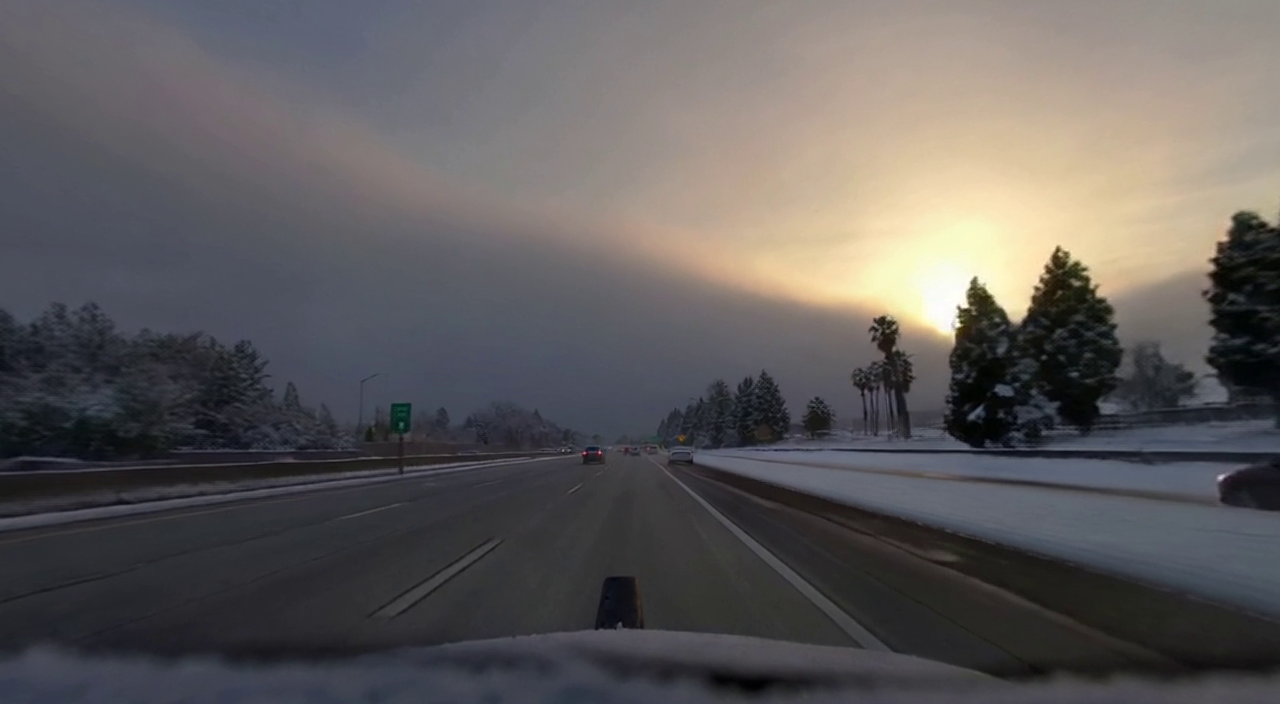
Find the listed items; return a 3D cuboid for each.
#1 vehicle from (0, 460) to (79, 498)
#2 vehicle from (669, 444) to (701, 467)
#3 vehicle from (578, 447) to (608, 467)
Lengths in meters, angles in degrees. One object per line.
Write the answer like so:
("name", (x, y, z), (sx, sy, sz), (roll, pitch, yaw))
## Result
("vehicle", (-27.169, 5.420, 27.180), (1.898, 1.485, 4.492), (0, -9, 0))
("vehicle", (3.446, 8.037, 49.055), (2.130, 1.677, 4.317), (0, -9, -1))
("vehicle", (-3.628, 8.271, 49.859), (2.052, 1.510, 4.301), (0, -9, 0))
